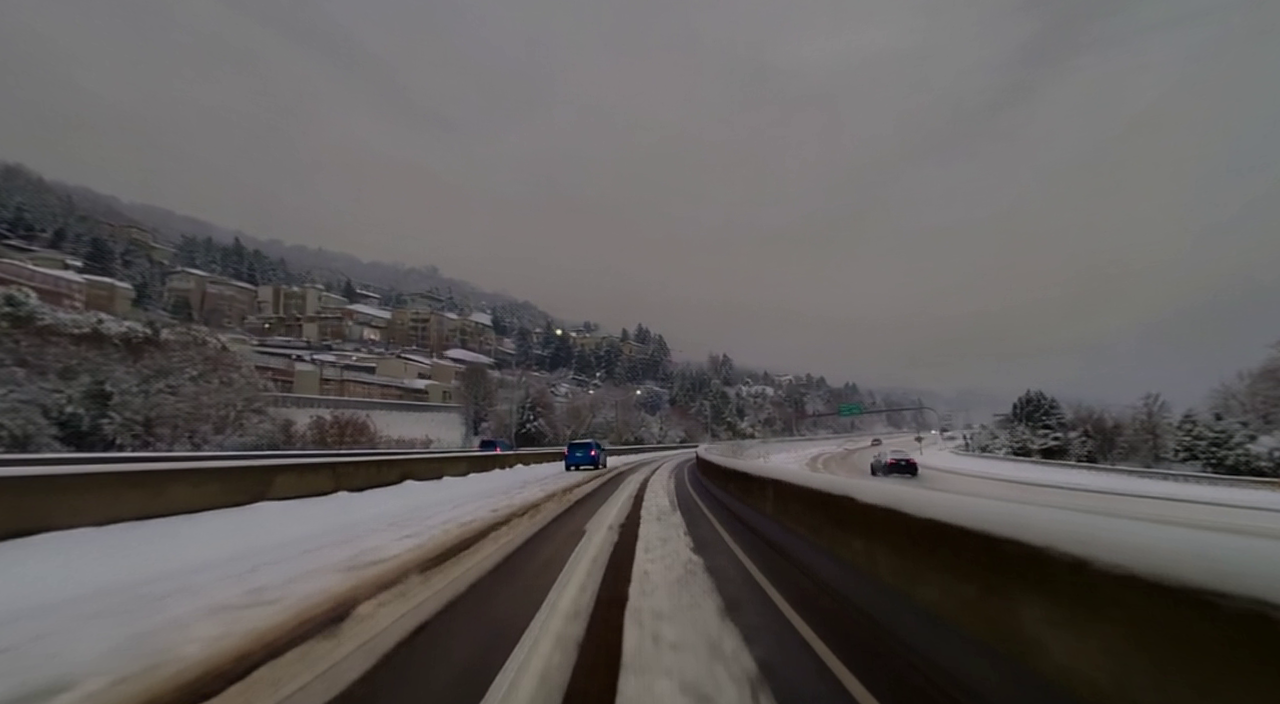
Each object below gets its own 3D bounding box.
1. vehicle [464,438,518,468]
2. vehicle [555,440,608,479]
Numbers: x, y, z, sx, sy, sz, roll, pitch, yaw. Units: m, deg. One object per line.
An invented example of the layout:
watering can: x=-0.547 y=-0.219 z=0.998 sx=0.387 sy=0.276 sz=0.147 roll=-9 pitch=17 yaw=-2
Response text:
vehicle: x=-9.435 y=6.414 z=40.295 sx=2.039 sy=1.746 sz=4.528 roll=-1 pitch=-8 yaw=5
vehicle: x=-2.820 y=5.312 z=31.456 sx=2.028 sy=1.782 sz=4.150 roll=-1 pitch=-8 yaw=4
